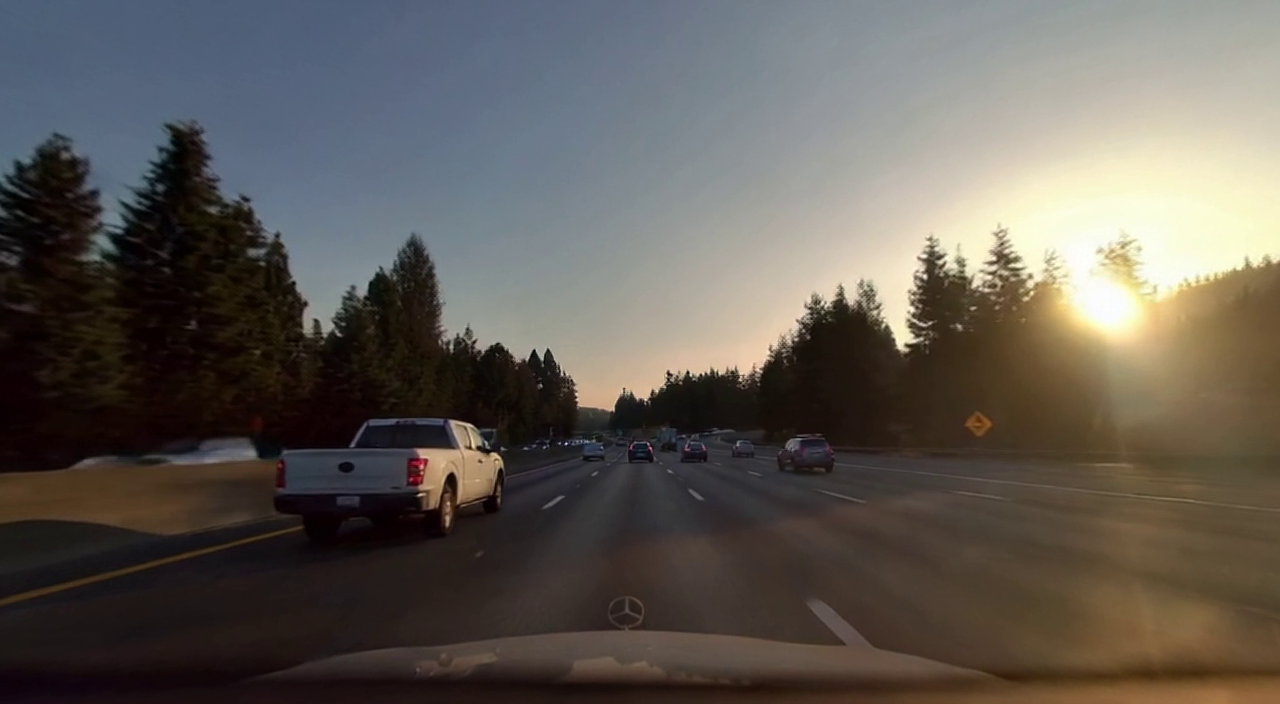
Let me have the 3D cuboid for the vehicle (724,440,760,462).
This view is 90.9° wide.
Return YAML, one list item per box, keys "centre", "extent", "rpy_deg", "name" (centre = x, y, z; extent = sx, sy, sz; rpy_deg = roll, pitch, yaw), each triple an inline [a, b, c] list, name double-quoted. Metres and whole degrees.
- centre: [7.288, 7.138, 45.479]
  extent: [1.894, 1.511, 4.148]
  rpy_deg: [0, -9, -1]
  name: "vehicle"

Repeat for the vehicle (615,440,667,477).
- centre: [0.030, 4.575, 27.383]
  extent: [2.071, 1.464, 4.162]
  rpy_deg: [0, -9, 0]
  name: "vehicle"

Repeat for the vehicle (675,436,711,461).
- centre: [3.944, 7.360, 48.076]
  extent: [2.272, 1.803, 5.416]
  rpy_deg: [0, -9, 0]
  name: "vehicle"

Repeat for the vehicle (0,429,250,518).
- centre: [-13.023, 2.975, 16.126]
  extent: [2.384, 1.827, 5.905]
  rpy_deg: [0, -9, -1]
  name: "vehicle"

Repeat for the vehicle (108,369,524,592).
- centre: [-3.435, 1.583, 8.588]
  extent: [2.487, 1.979, 5.742]
  rpy_deg: [-1, -9, 2]
  name: "vehicle"

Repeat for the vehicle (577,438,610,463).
- centre: [-3.385, 7.301, 46.762]
  extent: [2.140, 1.720, 4.410]
  rpy_deg: [0, -9, 0]
  name: "vehicle"

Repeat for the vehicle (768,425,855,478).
- centre: [6.840, 4.063, 25.796]
  extent: [2.094, 1.916, 5.099]
  rpy_deg: [0, -9, 0]
  name: "vehicle"
